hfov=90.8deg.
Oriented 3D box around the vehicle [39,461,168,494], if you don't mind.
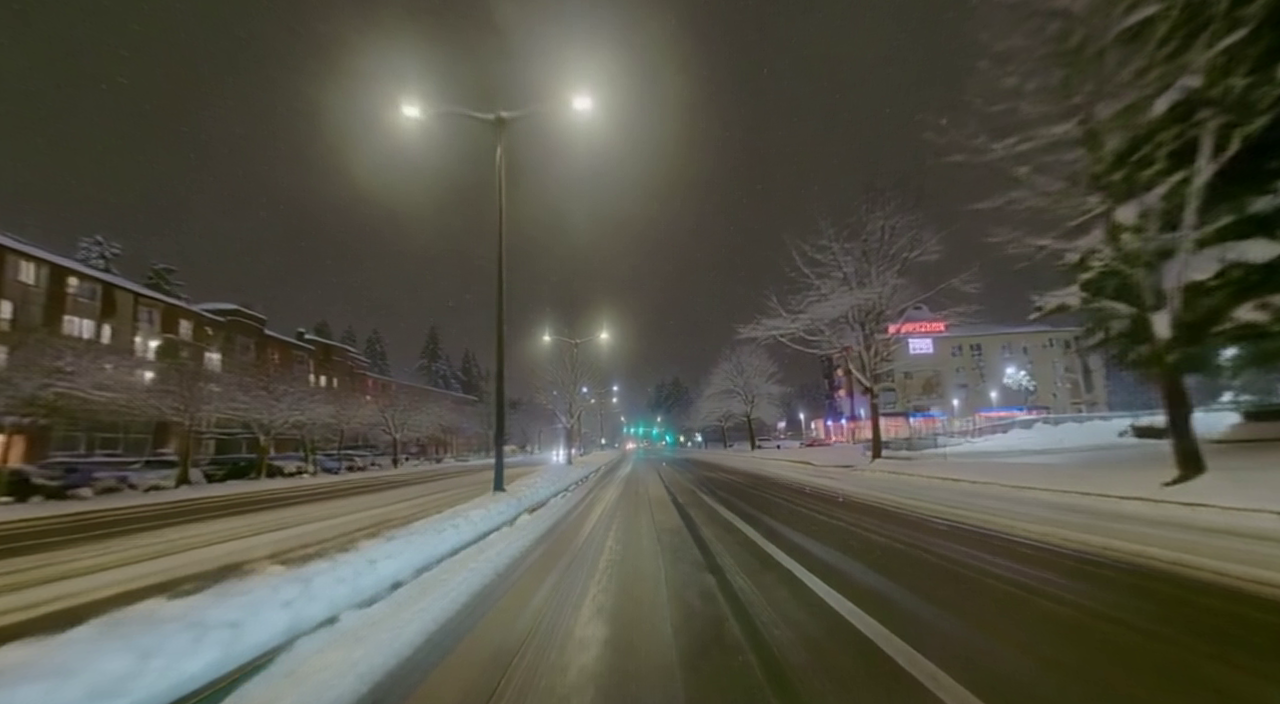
[{"bbox_3d":[-26.033,6.085,30.883,4.329,1.423,1.954,4,-9,-24],"label":"vehicle"}]
